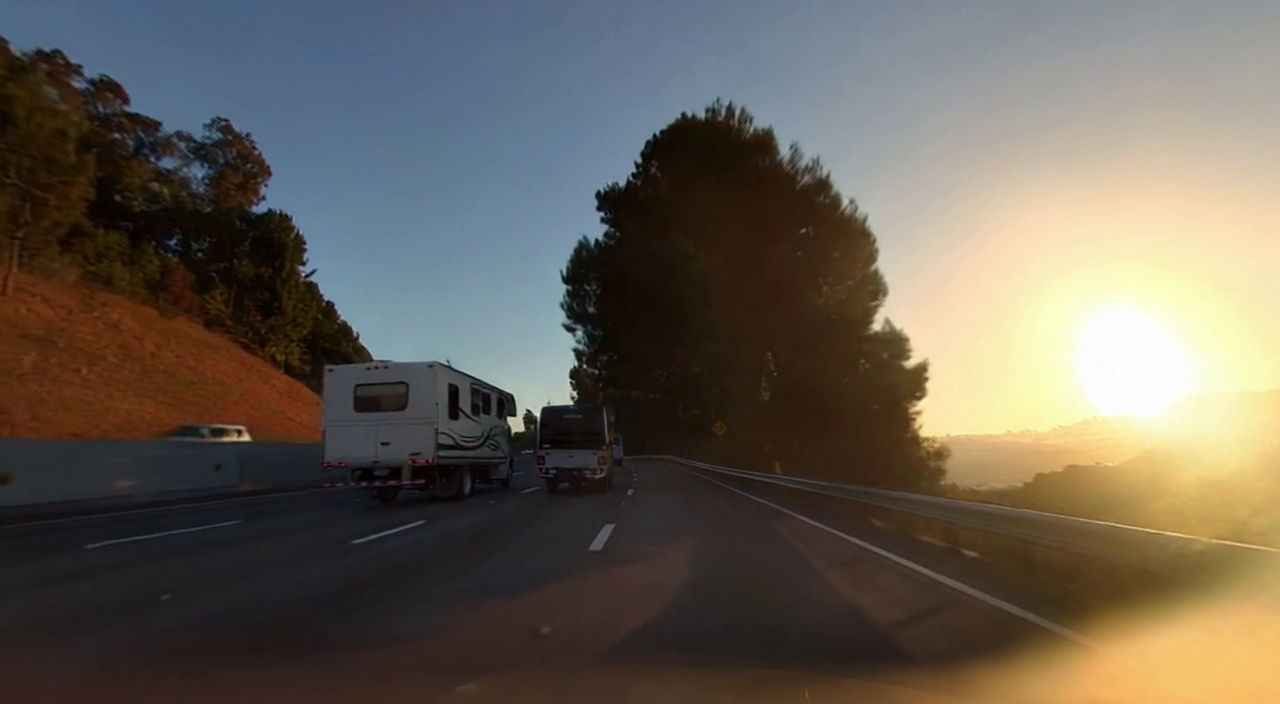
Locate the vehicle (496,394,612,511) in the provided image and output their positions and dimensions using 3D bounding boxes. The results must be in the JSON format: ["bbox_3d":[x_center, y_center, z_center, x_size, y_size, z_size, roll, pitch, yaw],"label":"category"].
[{"bbox_3d":[-1.990,2.512,15.938,2.331,2.583,3.743,0,-9,1],"label":"vehicle"}]

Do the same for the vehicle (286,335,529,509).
[{"bbox_3d":[-6.627,2.673,21.819,2.929,4.010,14.446,0,-9,0],"label":"vehicle"}]
